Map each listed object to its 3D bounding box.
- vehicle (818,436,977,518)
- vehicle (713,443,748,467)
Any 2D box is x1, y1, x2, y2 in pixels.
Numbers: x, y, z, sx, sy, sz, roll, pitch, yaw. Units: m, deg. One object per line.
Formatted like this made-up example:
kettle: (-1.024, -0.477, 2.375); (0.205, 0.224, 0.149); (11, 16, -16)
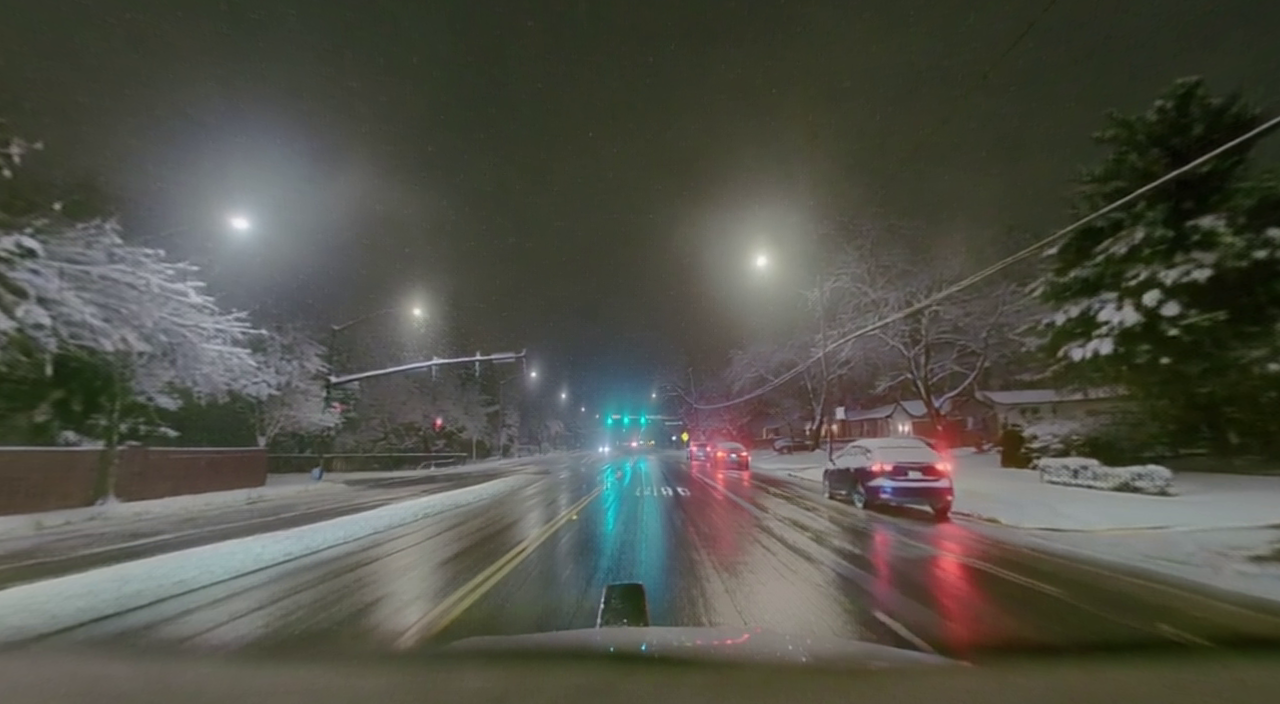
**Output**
vehicle: (5.617, 2.743, 14.392); (1.950, 1.567, 4.083); (0, -8, 1)
vehicle: (6.148, 7.037, 43.120); (1.855, 1.520, 4.808); (0, -8, 2)
